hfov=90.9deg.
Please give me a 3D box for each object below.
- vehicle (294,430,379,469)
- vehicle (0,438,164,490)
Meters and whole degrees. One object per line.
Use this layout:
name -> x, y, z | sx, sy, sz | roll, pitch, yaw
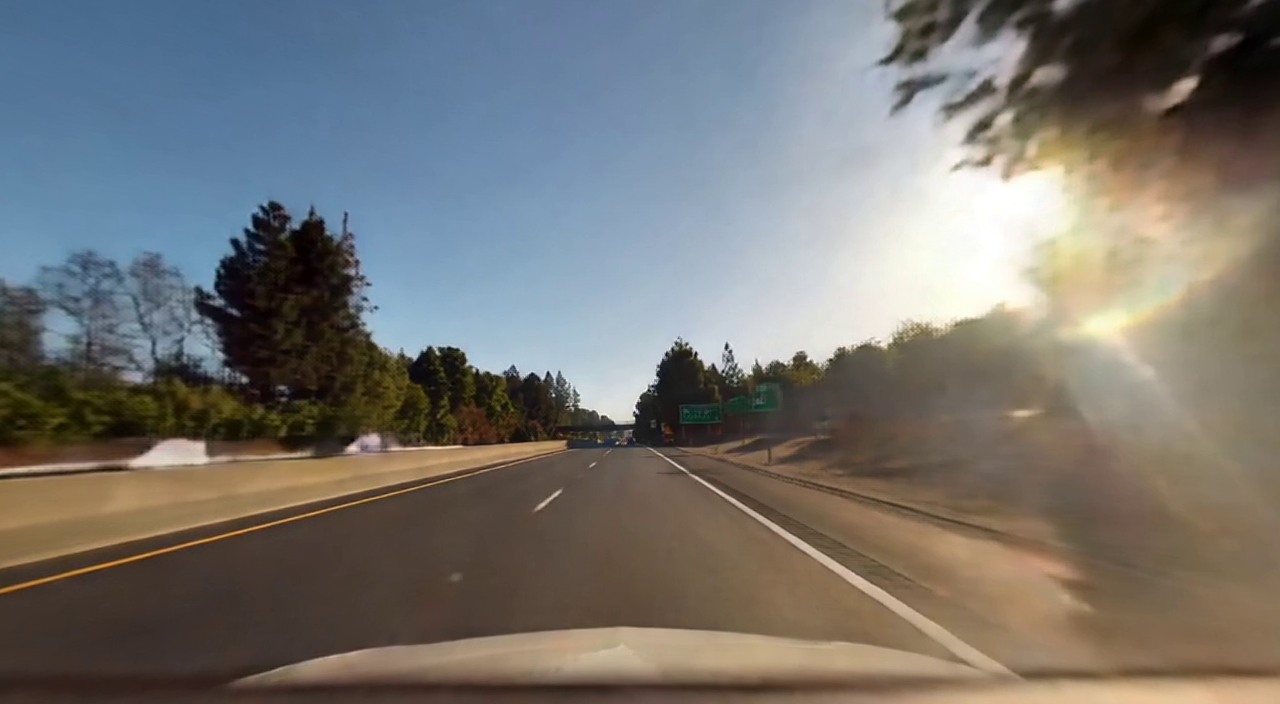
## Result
vehicle -> -13.513, 4.335, 28.373 | 1.743, 1.614, 4.194 | 0, -8, -1
vehicle -> -17.421, 3.456, 19.870 | 1.820, 1.454, 3.904 | 0, -8, -1
